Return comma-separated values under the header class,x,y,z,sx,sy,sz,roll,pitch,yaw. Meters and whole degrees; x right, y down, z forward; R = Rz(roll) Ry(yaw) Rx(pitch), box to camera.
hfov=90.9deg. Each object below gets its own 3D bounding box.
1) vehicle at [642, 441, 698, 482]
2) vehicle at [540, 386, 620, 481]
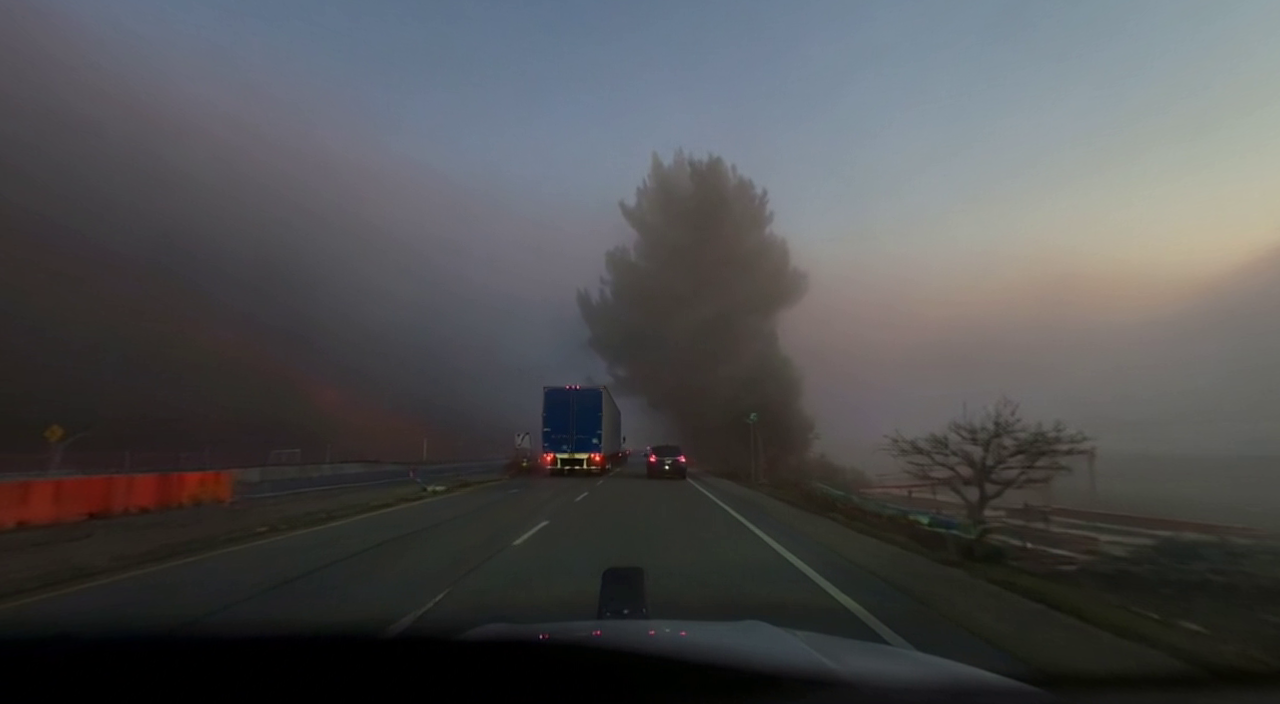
class,x,y,z,sx,sy,sz,roll,pitch,yaw
vehicle,1.257,4.844,28.279,2.304,1.675,4.462,0,-9,0
vehicle,-2.835,4.697,35.307,2.906,4.115,15.715,0,-9,0
